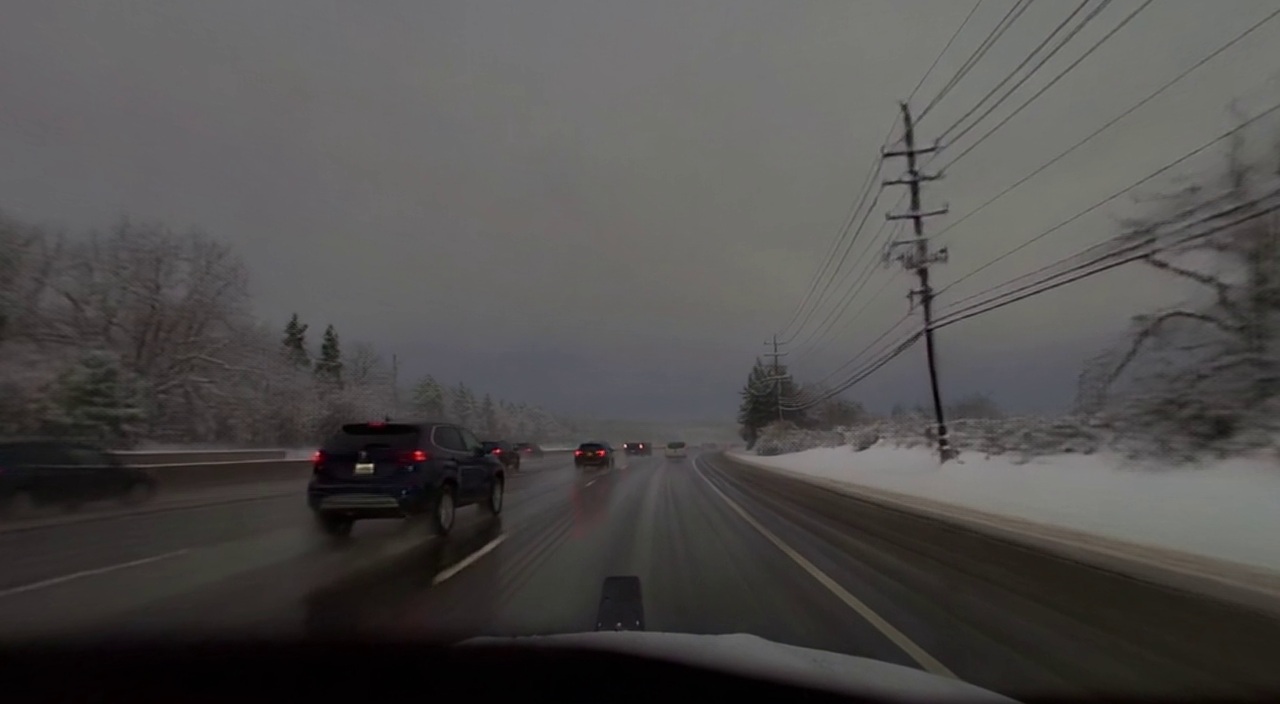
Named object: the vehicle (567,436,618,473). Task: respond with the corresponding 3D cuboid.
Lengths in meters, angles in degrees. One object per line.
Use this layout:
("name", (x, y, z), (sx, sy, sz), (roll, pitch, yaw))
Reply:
("vehicle", (-2.271, 5.070, 31.323), (1.976, 1.688, 4.124), (-1, -9, 3))

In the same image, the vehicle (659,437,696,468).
("vehicle", (2.220, 5.859, 36.748), (2.038, 1.677, 4.219), (-1, -9, 5))

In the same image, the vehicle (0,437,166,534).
("vehicle", (-11.051, 2.277, 11.049), (1.954, 1.517, 4.378), (0, -9, 2))

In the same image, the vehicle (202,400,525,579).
("vehicle", (-3.262, 1.763, 8.923), (2.202, 1.801, 4.959), (0, -9, 2))
